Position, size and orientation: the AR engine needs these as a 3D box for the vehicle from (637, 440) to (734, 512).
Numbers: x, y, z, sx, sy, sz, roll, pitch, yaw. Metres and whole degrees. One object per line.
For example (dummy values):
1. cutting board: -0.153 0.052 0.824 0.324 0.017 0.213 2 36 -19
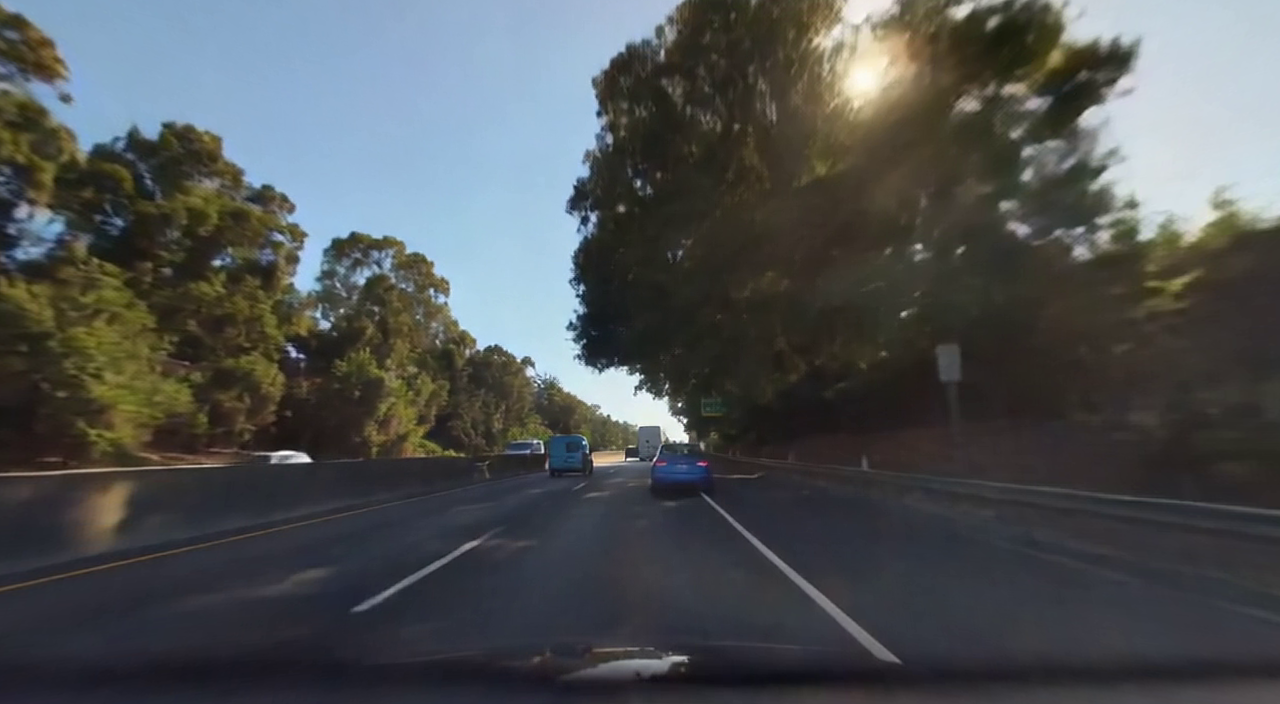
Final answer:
1. vehicle: 0.939 2.877 15.029 2.012 1.485 3.649 0 -9 0

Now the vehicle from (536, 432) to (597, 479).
1. vehicle: -3.432 5.006 30.629 2.217 2.033 4.975 0 -9 2

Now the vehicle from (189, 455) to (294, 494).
1. vehicle: -16.028 4.912 25.602 1.756 1.428 3.699 0 -9 1
